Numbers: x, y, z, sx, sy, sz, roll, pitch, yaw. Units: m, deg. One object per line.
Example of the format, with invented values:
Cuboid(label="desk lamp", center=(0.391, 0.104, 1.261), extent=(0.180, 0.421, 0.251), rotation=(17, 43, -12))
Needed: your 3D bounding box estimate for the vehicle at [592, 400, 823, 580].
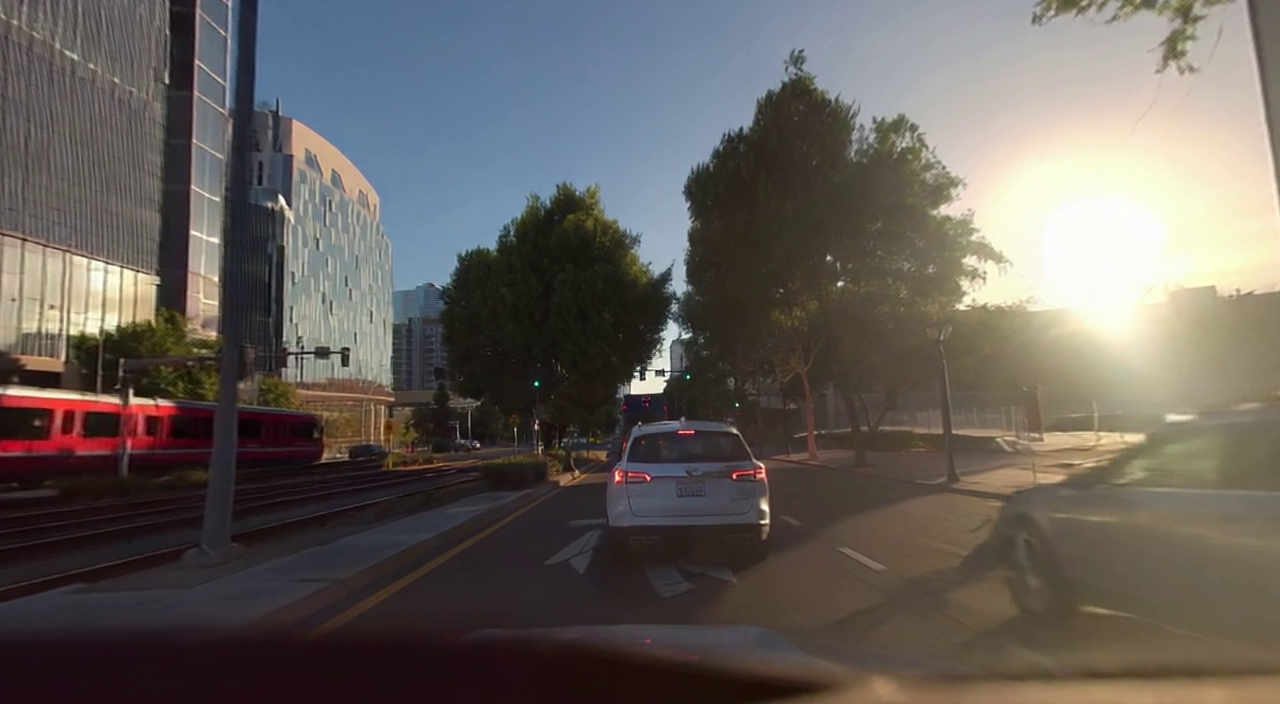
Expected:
Cuboid(label="vehicle", center=(0.550, 1.610, 8.064), extent=(2.190, 1.684, 4.084), rotation=(0, -9, -3))

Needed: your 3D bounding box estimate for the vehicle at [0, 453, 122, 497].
Cuboid(label="vehicle", center=(-23.057, 4.700, 24.379), extent=(1.900, 1.465, 4.781), rotation=(0, -9, 0))

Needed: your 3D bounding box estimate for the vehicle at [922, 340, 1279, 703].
Cuboid(label="vehicle", center=(3.846, 0.962, 3.676), extent=(2.212, 1.709, 4.715), rotation=(0, -9, 0))
